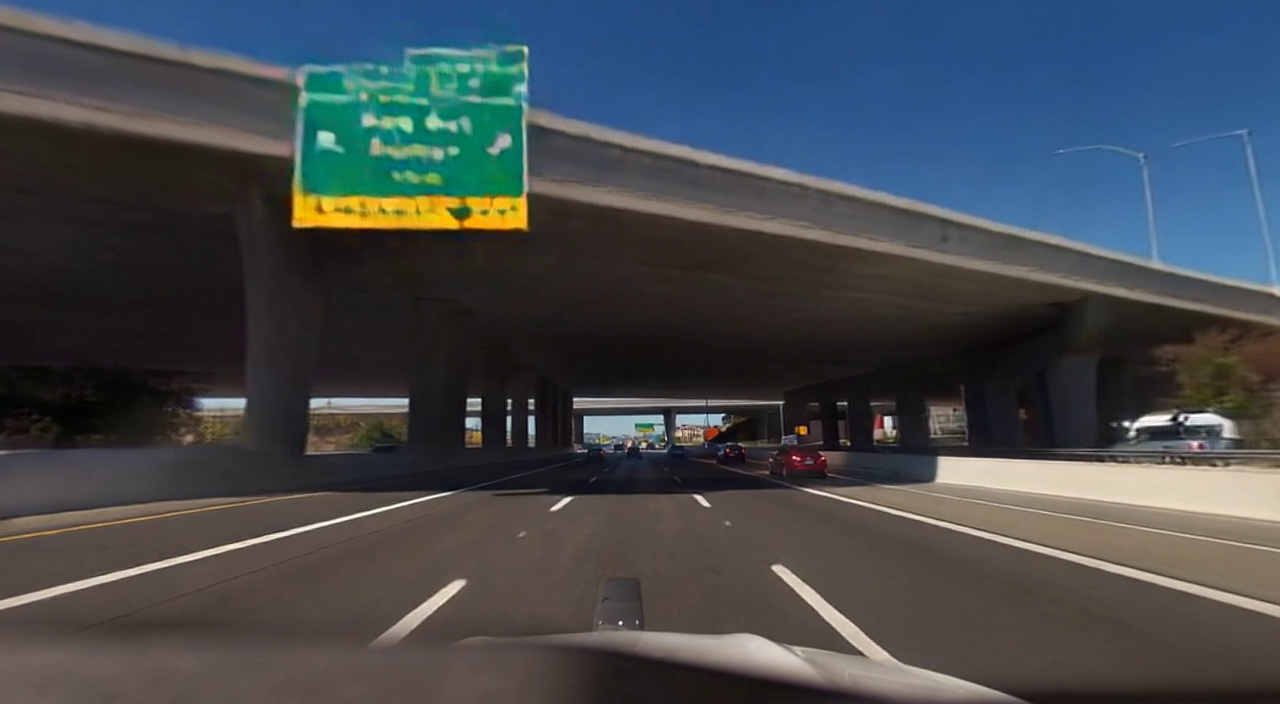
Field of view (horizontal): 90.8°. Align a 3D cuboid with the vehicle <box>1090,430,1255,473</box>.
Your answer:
[{"bbox_3d":[20.468,3.854,24.667,1.821,1.479,5.004,1,-8,-5],"label":"vehicle"}]

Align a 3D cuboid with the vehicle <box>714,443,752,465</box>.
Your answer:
[{"bbox_3d":[6.936,7.640,47.505,2.075,1.611,4.421,0,-8,-1],"label":"vehicle"}]
